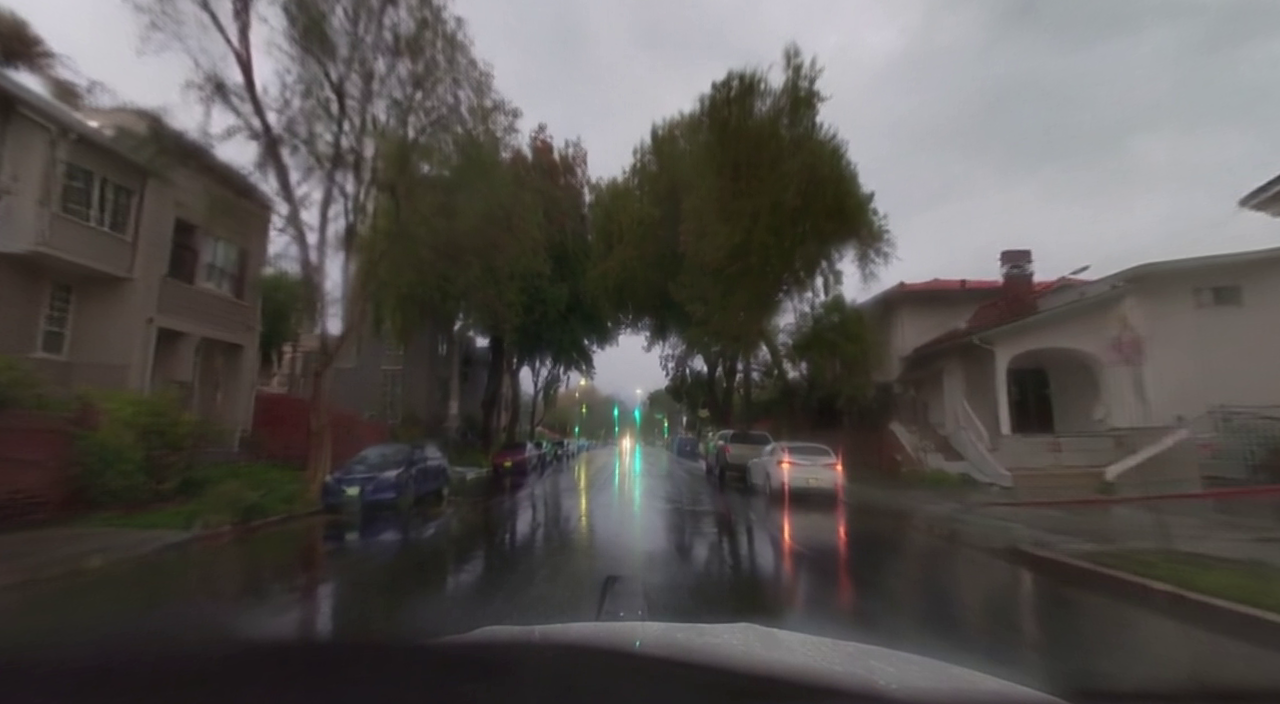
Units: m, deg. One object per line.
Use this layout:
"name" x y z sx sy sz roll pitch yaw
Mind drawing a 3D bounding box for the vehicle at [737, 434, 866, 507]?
"vehicle" 3.736 2.820 15.479 1.968 1.505 4.368 0 -9 0

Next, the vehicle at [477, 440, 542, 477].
"vehicle" -5.758 4.752 28.427 1.998 1.485 4.476 0 -8 -1

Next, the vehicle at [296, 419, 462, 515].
"vehicle" -5.909 2.693 15.026 2.106 1.760 4.573 -4 -9 -2

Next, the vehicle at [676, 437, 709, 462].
"vehicle" 3.787 7.145 46.516 1.952 1.738 4.518 0 -9 -1

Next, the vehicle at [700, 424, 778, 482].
"vehicle" 3.629 3.829 24.212 2.158 1.977 4.750 0 -9 -1
